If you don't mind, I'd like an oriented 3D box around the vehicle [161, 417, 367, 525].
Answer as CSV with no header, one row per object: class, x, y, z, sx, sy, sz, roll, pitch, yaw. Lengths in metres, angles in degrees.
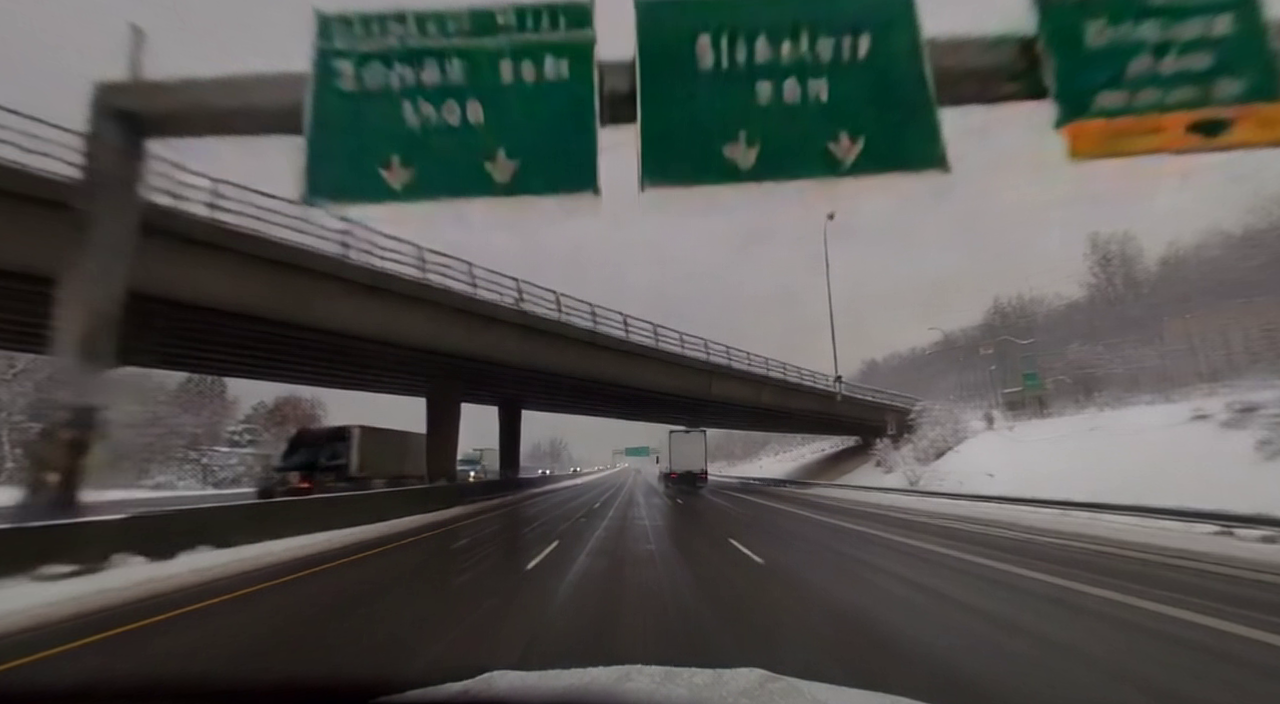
vehicle,-12.898,4.224,22.630,2.817,3.169,7.128,1,-10,0
